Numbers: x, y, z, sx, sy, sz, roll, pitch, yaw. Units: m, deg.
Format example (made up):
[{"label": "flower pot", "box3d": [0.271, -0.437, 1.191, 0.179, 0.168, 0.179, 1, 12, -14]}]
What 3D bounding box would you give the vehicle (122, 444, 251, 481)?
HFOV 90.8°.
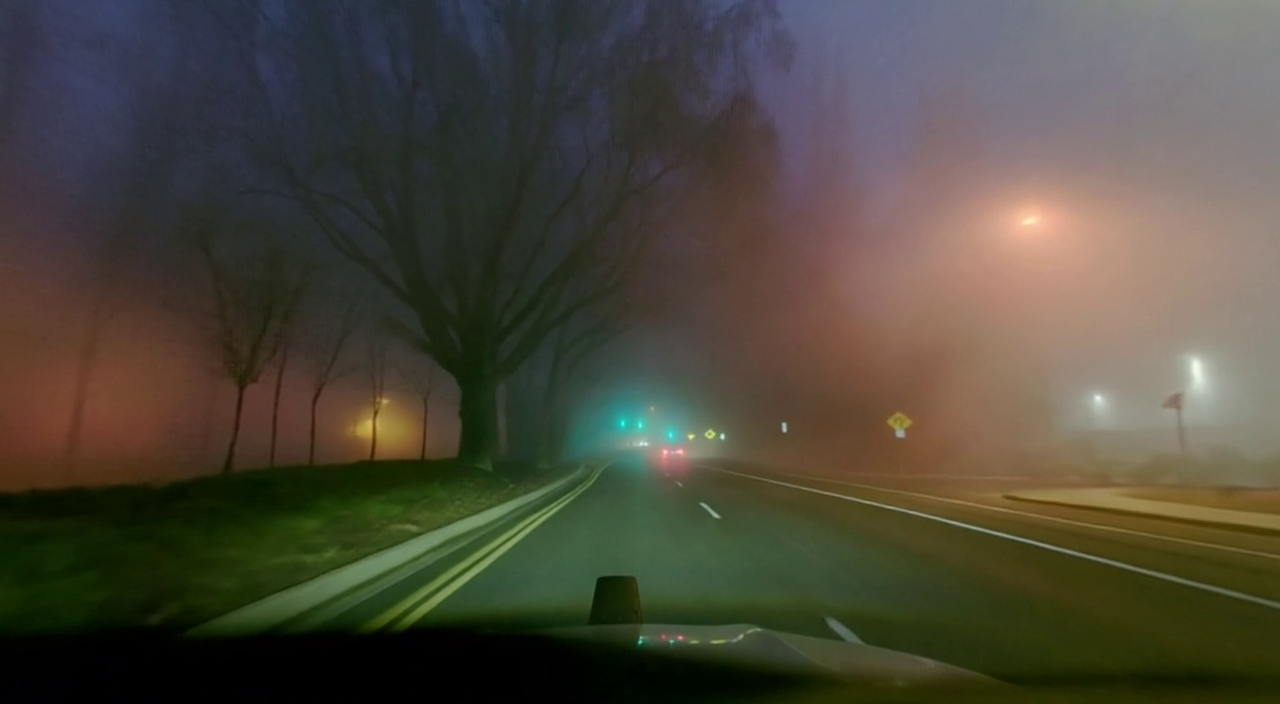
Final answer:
[{"label": "vehicle", "box3d": [-18.893, 4.625, 26.572, 2.637, 1.401, 3.741, 0, -9, 0]}]
